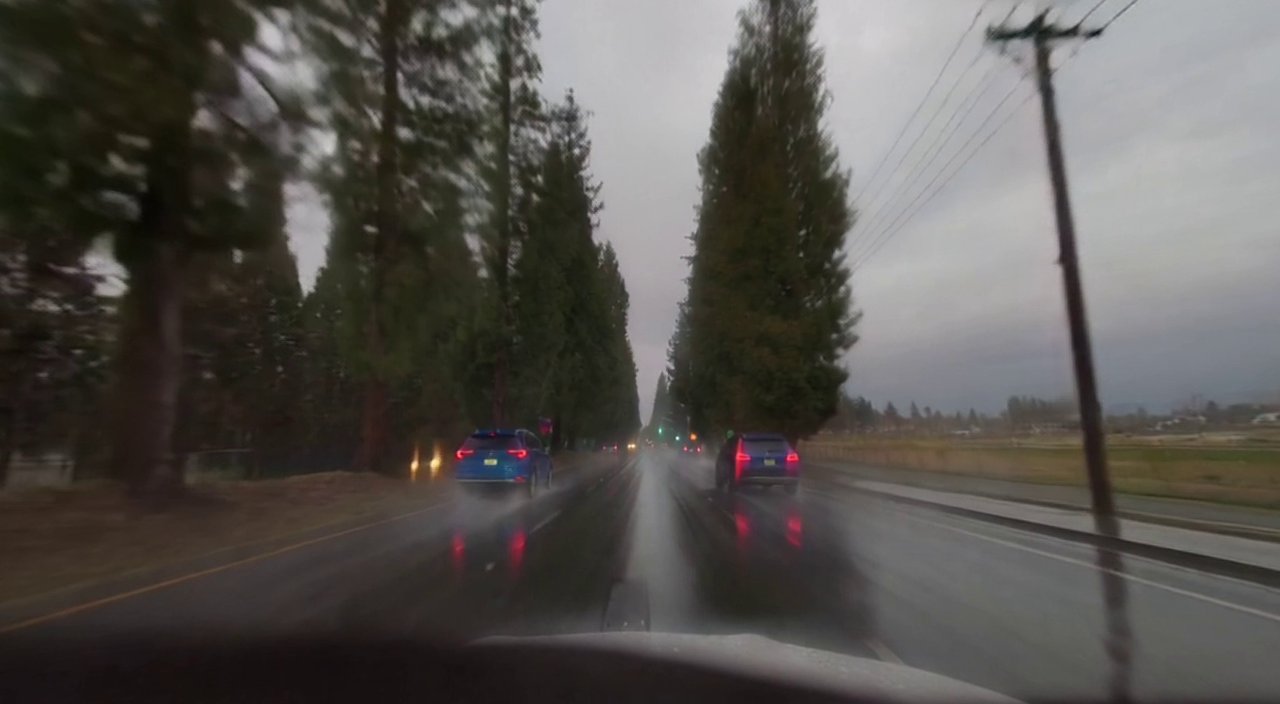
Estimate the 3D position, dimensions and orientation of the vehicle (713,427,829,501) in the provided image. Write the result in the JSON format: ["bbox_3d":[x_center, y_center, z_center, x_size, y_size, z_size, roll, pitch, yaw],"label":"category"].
[{"bbox_3d":[3.402,3.031,17.426,2.182,1.744,4.464,0,-9,-1],"label":"vehicle"}]

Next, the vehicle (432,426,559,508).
[{"bbox_3d":[-3.463,2.872,16.136,2.104,1.785,4.494,0,-9,1],"label":"vehicle"}]

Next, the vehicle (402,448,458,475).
[{"bbox_3d":[-13.478,7.034,40.745,1.961,1.655,4.491,0,-9,1],"label":"vehicle"}]

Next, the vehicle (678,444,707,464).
[{"bbox_3d":[4.058,7.904,49.159,1.906,1.468,4.422,0,-9,0],"label":"vehicle"}]
